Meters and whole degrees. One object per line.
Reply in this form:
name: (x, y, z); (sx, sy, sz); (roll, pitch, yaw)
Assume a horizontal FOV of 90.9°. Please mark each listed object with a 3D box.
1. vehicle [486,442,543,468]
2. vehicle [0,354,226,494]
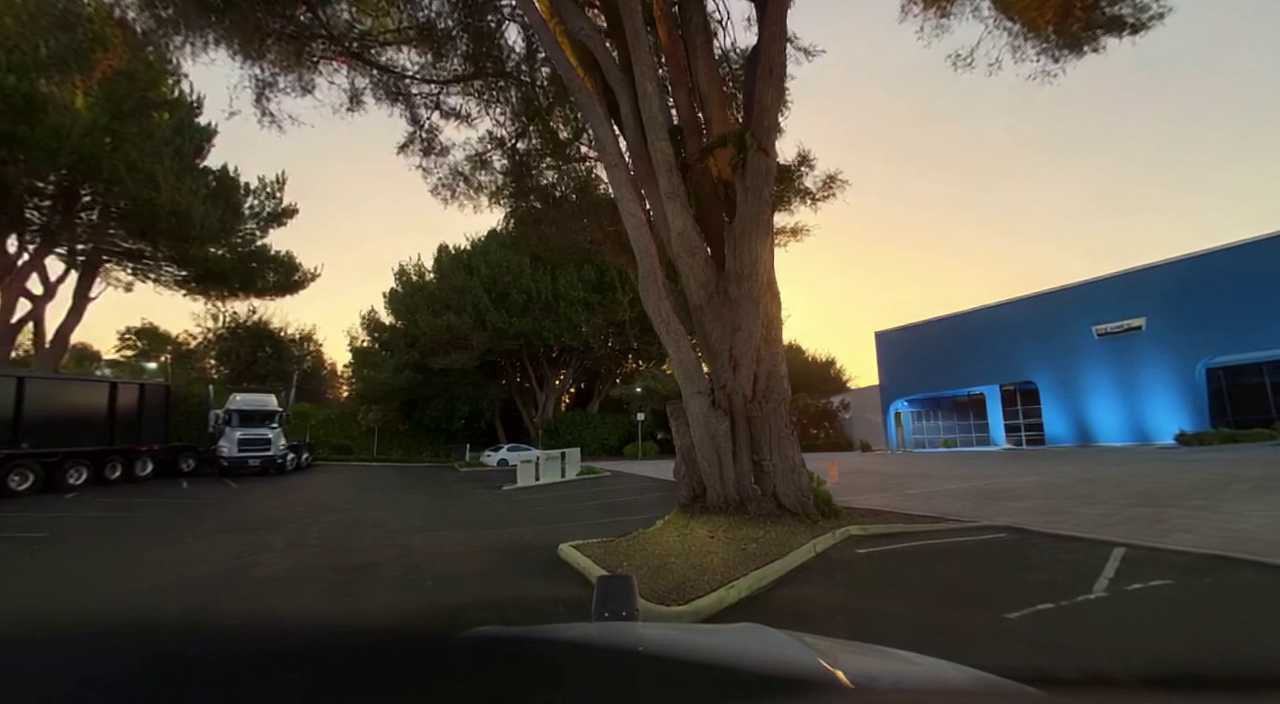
vehicle: (-7.759, 6.413, 39.210); (1.809, 1.506, 3.473); (-4, -10, 23)
vehicle: (-19.980, 2.728, 22.400); (11.906, 4.069, 2.948); (-5, -10, 27)
